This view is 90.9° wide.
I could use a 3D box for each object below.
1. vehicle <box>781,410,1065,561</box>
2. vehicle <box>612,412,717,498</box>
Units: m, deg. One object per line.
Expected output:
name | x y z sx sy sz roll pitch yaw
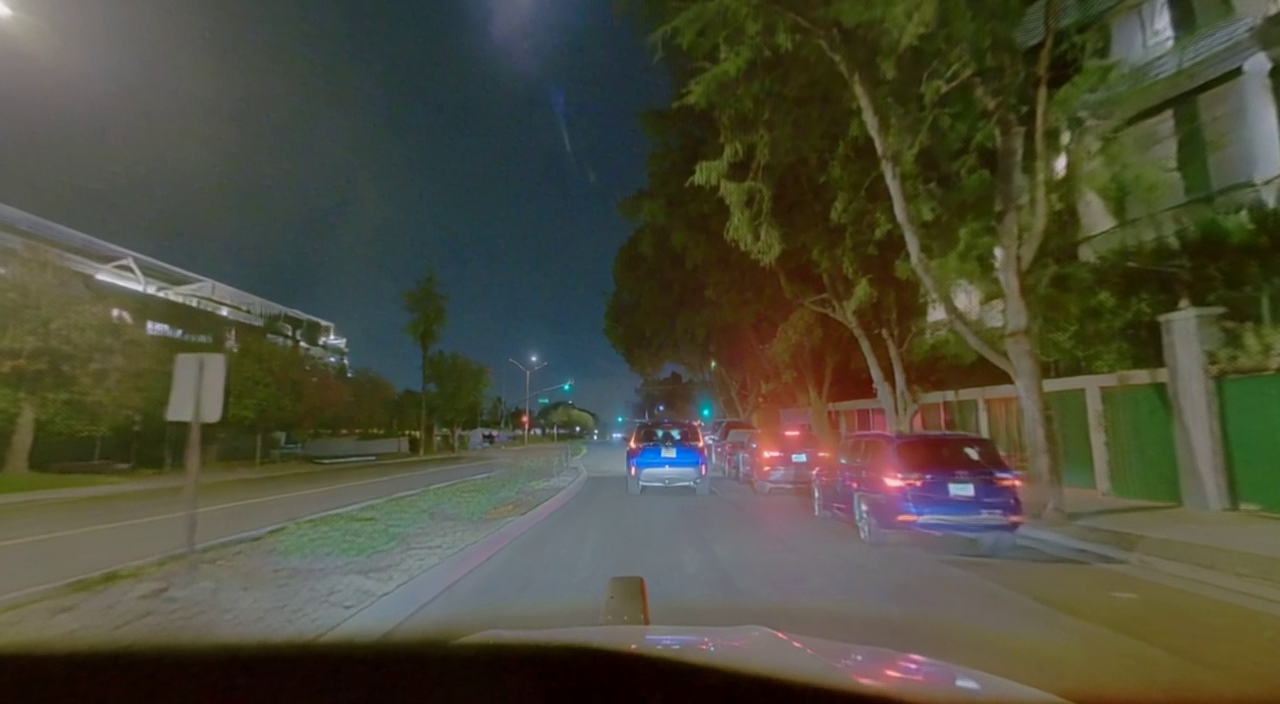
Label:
vehicle | 3.784 1.891 9.703 2.138 1.699 4.852 0 -8 0
vehicle | 0.621 2.665 16.523 2.386 1.947 4.168 -1 -8 2
